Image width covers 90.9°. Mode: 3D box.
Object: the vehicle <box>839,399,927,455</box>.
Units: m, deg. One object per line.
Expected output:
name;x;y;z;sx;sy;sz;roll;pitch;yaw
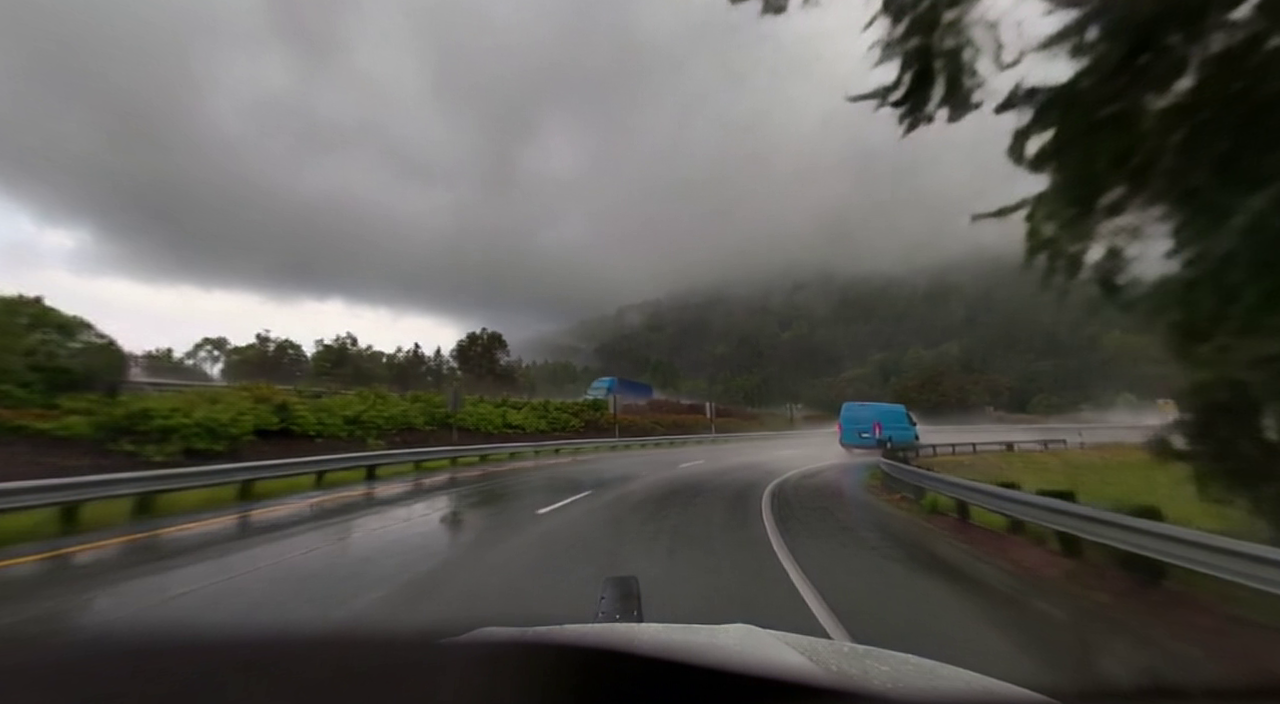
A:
vehicle;12.337;3.808;31.840;2.352;2.577;5.330;-6;-10;41
